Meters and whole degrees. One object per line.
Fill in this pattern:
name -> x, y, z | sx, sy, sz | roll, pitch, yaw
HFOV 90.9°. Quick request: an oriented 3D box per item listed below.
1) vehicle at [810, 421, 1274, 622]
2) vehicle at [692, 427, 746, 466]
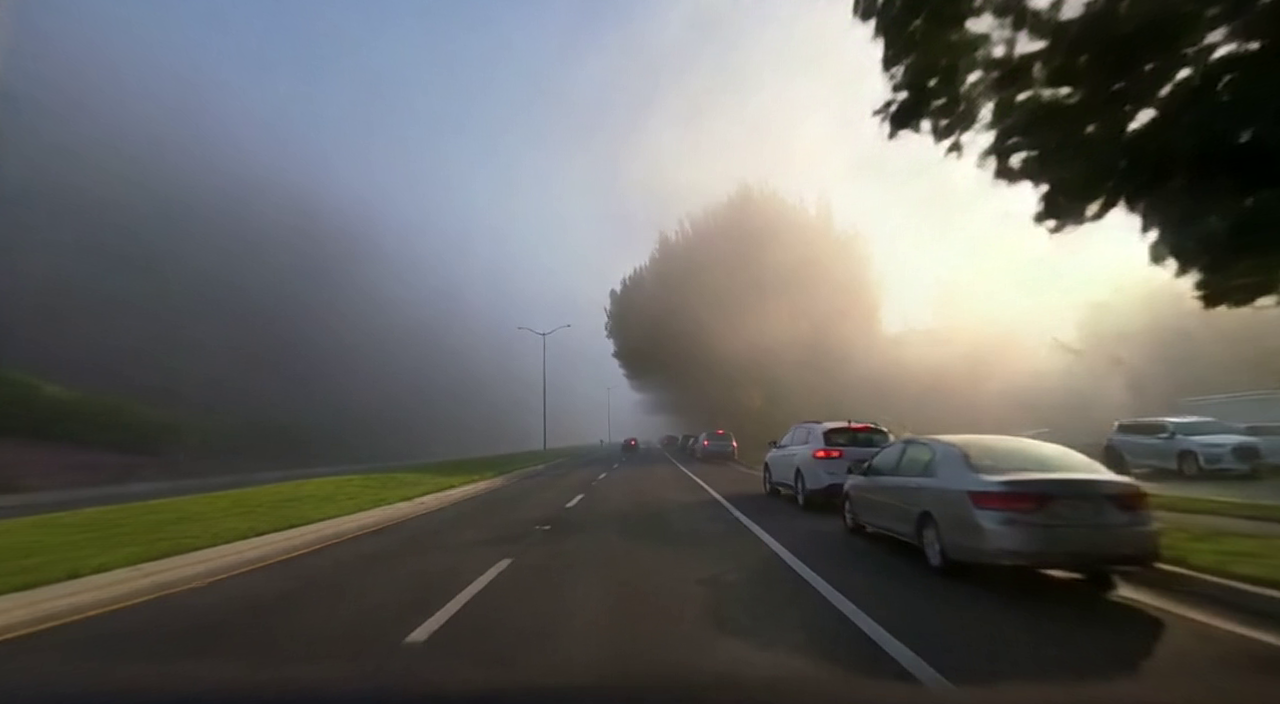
vehicle -> 3.638, 1.587, 7.084 | 2.068, 1.461, 4.653 | 0, -8, -1
vehicle -> 4.161, 5.046, 33.876 | 2.226, 1.889, 4.543 | 0, -8, -1
